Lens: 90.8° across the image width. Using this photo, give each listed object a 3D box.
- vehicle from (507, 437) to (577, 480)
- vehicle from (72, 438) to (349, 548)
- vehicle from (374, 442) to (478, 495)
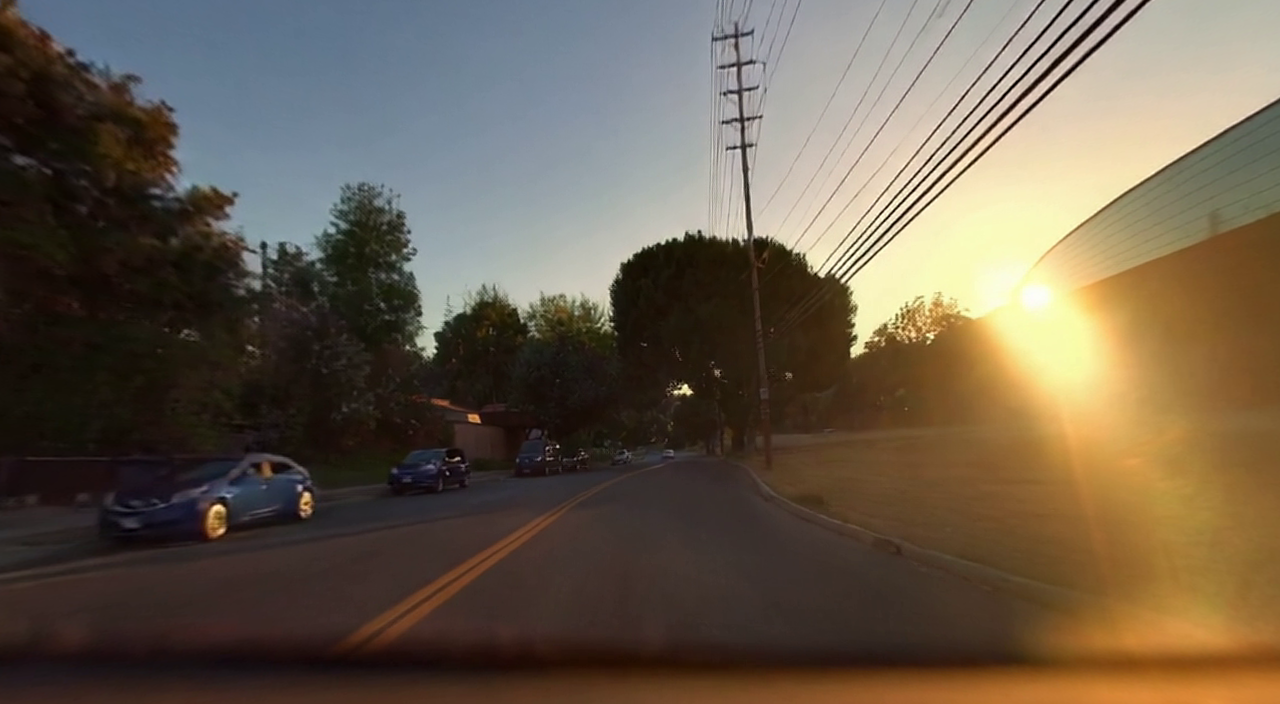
[{"bbox_3d":[-5.238,5.777,34.569,2.295,1.989,5.055,-6,-10,8],"label":"vehicle"},{"bbox_3d":[-7.438,2.523,11.663,1.840,1.523,4.333,2,-11,3],"label":"vehicle"},{"bbox_3d":[-6.975,3.914,21.048,1.927,1.542,3.886,-2,-11,3],"label":"vehicle"}]
